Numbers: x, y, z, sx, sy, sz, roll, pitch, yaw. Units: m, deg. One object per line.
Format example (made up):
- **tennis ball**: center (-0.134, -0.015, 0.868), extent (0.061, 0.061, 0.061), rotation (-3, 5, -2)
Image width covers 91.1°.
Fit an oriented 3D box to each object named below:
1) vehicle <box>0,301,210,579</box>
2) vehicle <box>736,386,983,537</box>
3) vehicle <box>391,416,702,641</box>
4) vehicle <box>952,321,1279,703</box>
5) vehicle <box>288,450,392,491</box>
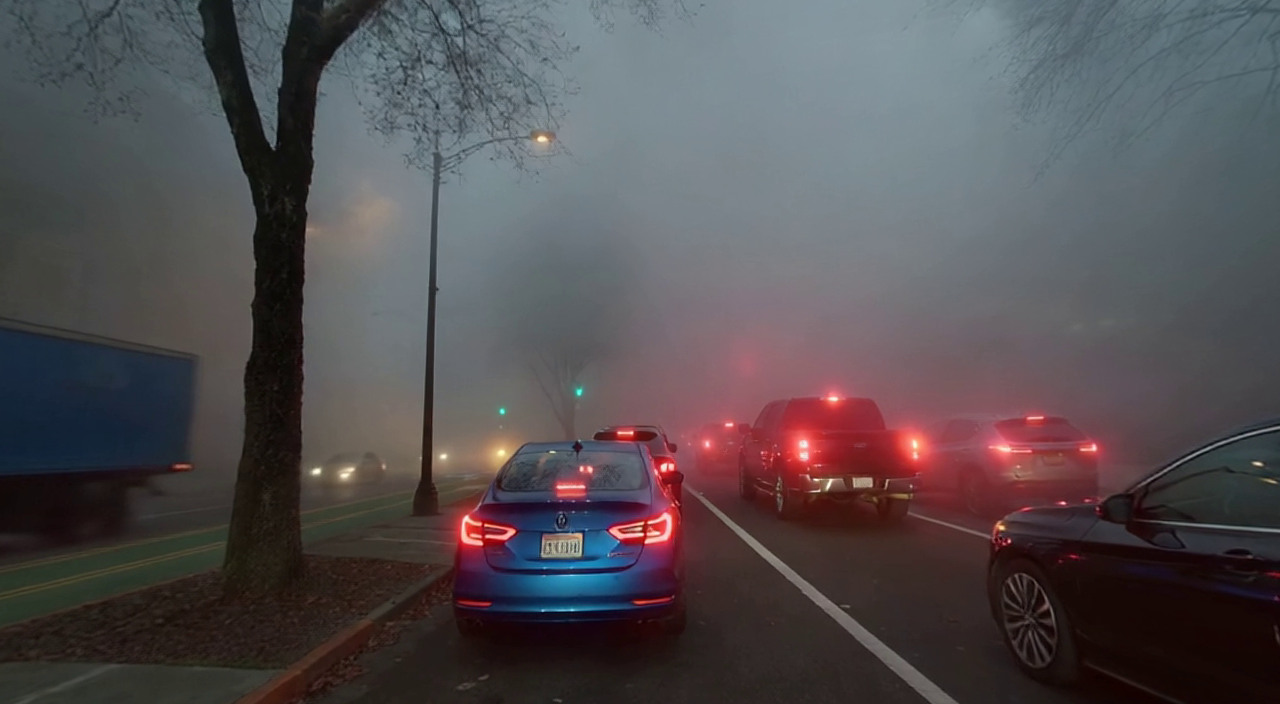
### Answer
- **vehicle**: center (-9.086, 0.934, 6.717), extent (2.931, 3.265, 8.387), rotation (0, -9, 0)
- **vehicle**: center (3.510, 1.949, 11.712), extent (2.444, 2.098, 5.766), rotation (0, -8, -1)
- **vehicle**: center (-0.583, 1.500, 6.340), extent (2.111, 1.506, 4.018), rotation (0, -9, 1)
- **vehicle**: center (3.158, 0.754, 2.089), extent (1.982, 1.709, 4.427), rotation (0, -9, 1)
- **vehicle**: center (-12.252, 4.828, 26.043), extent (1.957, 1.506, 4.706), rotation (0, -9, 1)
